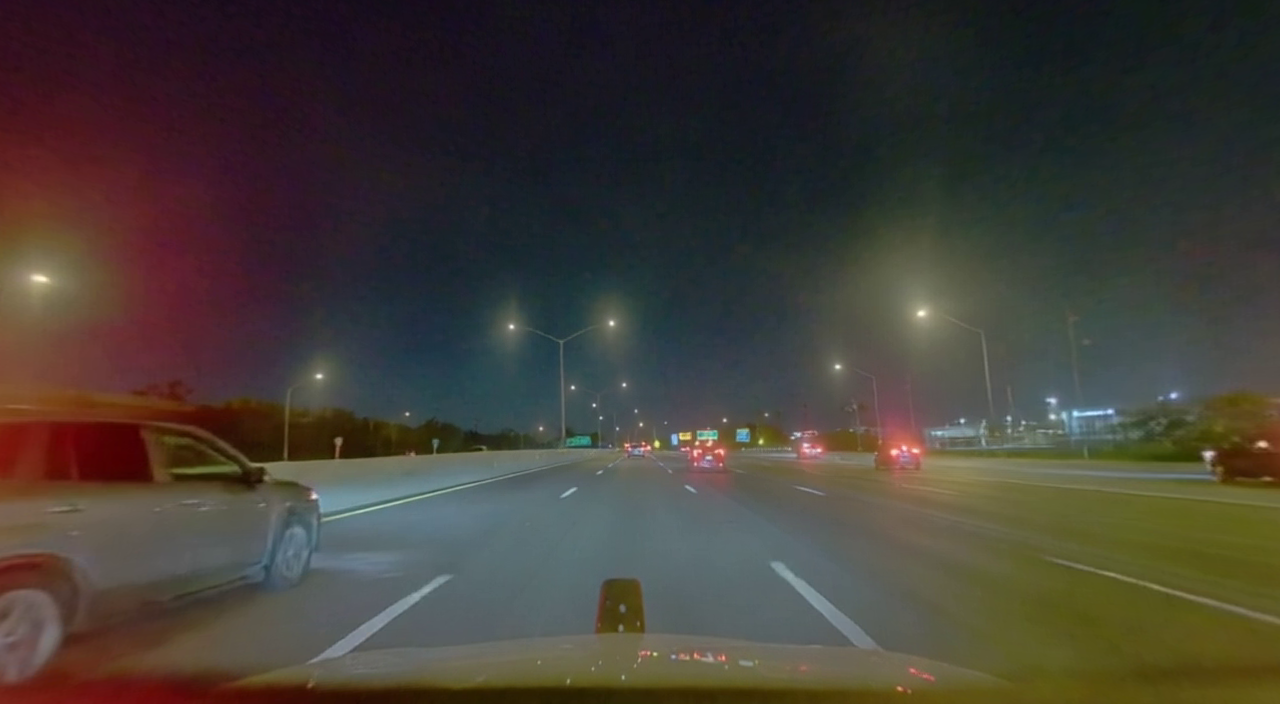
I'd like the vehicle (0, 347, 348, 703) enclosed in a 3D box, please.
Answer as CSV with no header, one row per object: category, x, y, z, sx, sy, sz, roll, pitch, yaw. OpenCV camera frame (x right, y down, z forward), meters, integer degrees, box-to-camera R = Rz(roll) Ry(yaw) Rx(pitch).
vehicle,-3.574,0.924,3.094,2.099,1.682,4.590,0,-8,0

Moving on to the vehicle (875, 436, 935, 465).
vehicle,17.366,6.493,41.685,2.070,1.782,5.006,-1,-8,4

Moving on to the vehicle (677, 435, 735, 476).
vehicle,2.847,4.571,28.153,1.997,1.638,4.281,0,-8,-1
